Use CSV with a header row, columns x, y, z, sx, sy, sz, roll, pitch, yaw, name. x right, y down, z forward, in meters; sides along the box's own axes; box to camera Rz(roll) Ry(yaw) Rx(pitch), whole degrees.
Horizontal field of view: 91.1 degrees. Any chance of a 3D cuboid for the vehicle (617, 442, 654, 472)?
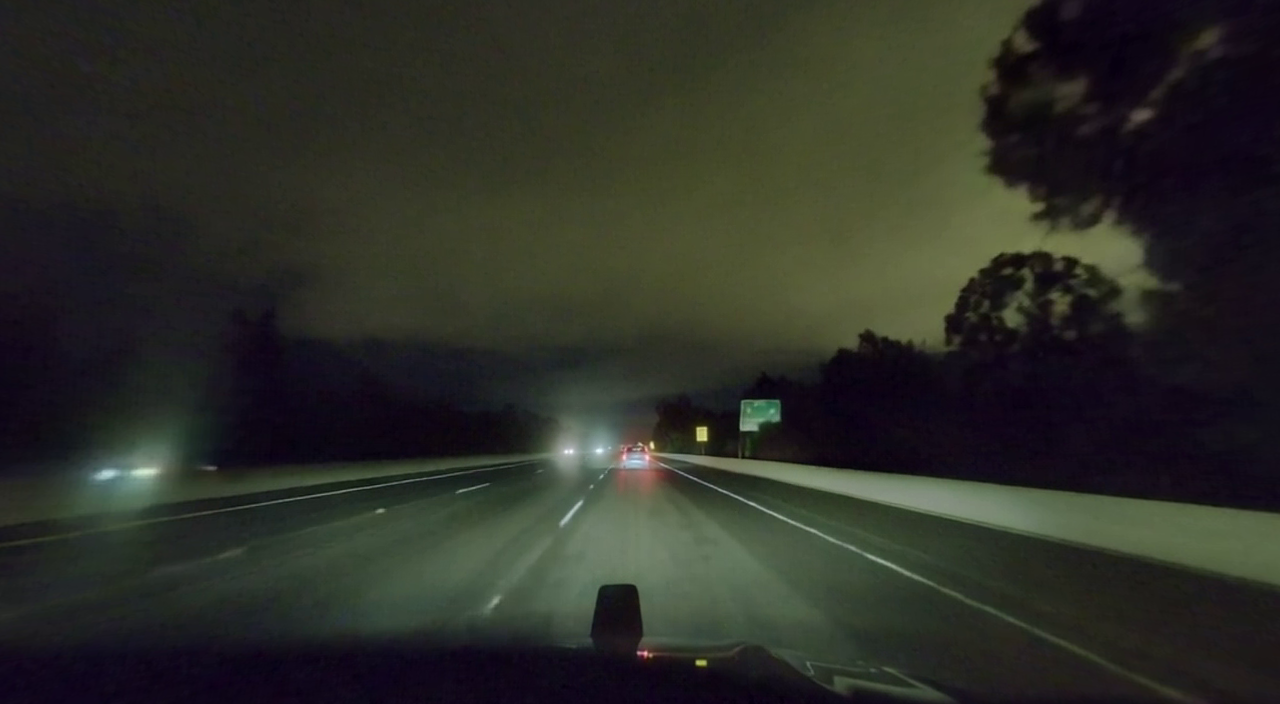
x,y,z,sx,sy,sz,roll,pitch,yaw,name
-0.285,6.451,38.818,2.120,1.715,4.153,0,-9,-1,vehicle
